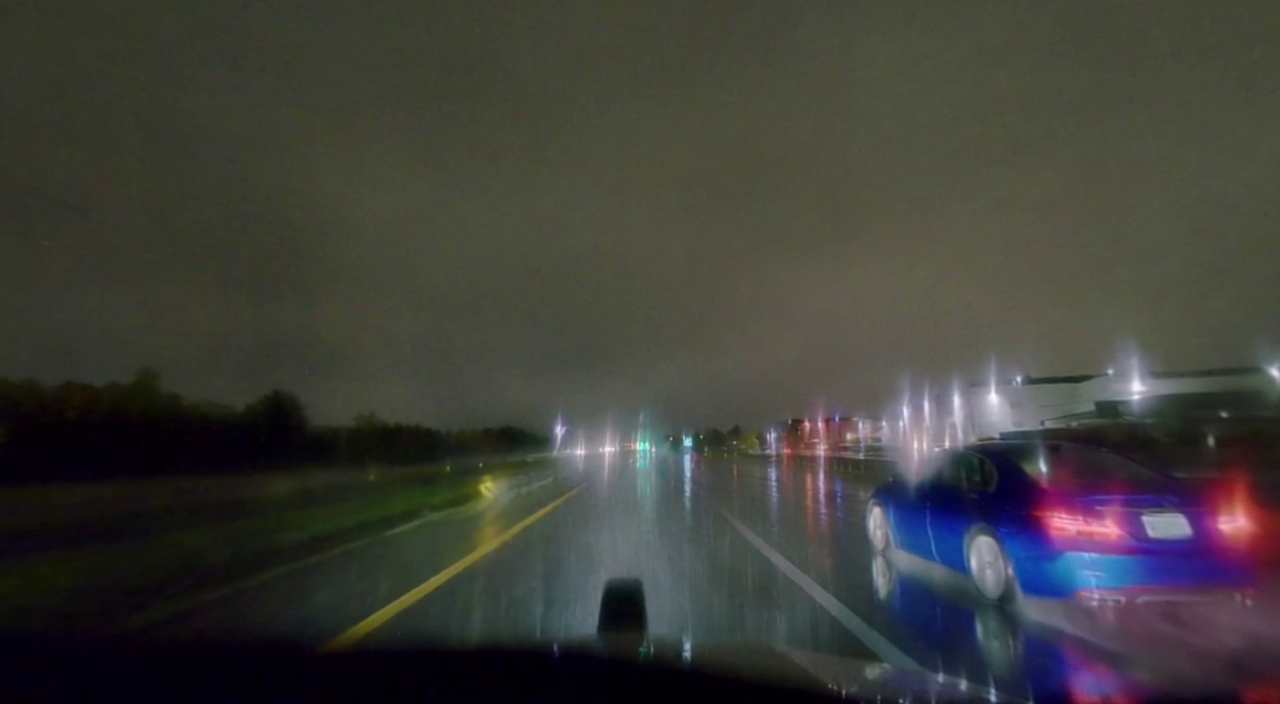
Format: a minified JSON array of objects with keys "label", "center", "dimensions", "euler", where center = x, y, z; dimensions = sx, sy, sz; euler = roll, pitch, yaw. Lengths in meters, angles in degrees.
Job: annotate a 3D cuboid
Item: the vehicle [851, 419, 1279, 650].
[{"label":"vehicle","center":[4.070,1.548,6.592],"dimensions":[2.053,1.490,4.799],"euler":[0,-8,0]}]
